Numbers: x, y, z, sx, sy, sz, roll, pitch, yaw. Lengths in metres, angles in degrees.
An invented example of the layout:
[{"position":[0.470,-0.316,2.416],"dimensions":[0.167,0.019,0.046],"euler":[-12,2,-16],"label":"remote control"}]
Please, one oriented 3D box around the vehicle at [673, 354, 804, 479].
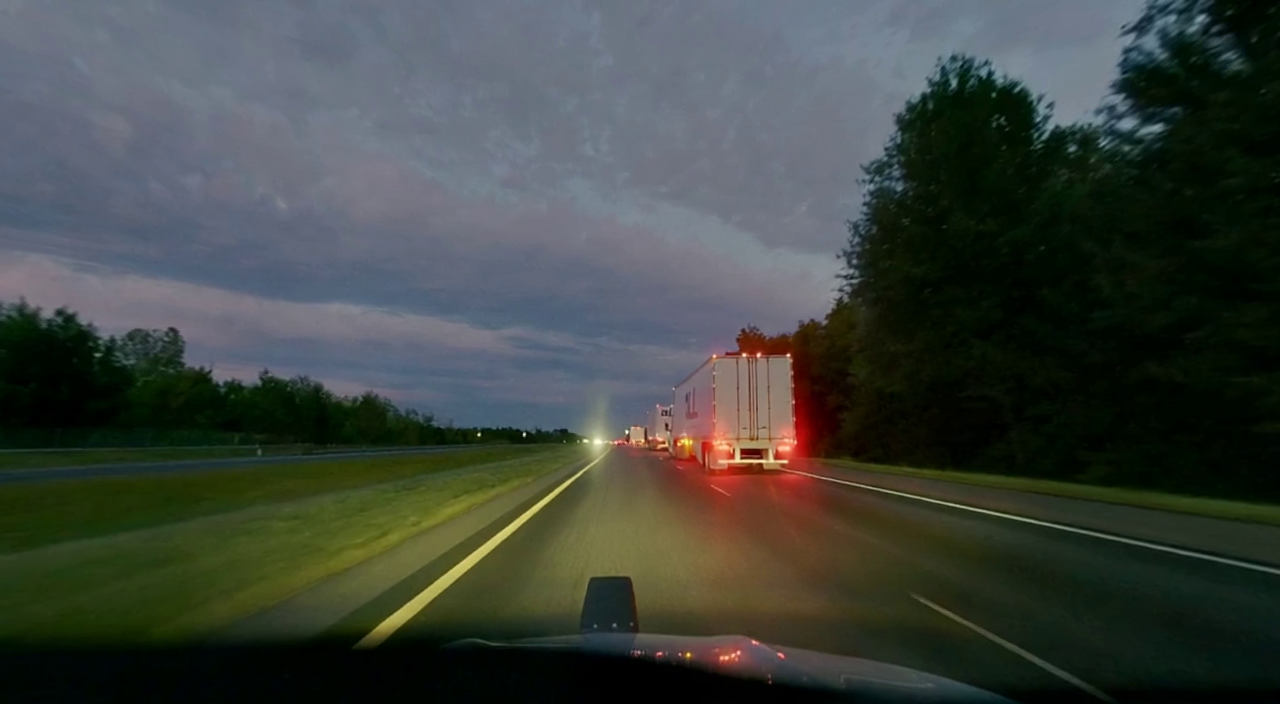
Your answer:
[{"position":[3.576,3.098,27.801],"dimensions":[2.863,4.031,14.678],"euler":[0,-8,-2],"label":"vehicle"}]
